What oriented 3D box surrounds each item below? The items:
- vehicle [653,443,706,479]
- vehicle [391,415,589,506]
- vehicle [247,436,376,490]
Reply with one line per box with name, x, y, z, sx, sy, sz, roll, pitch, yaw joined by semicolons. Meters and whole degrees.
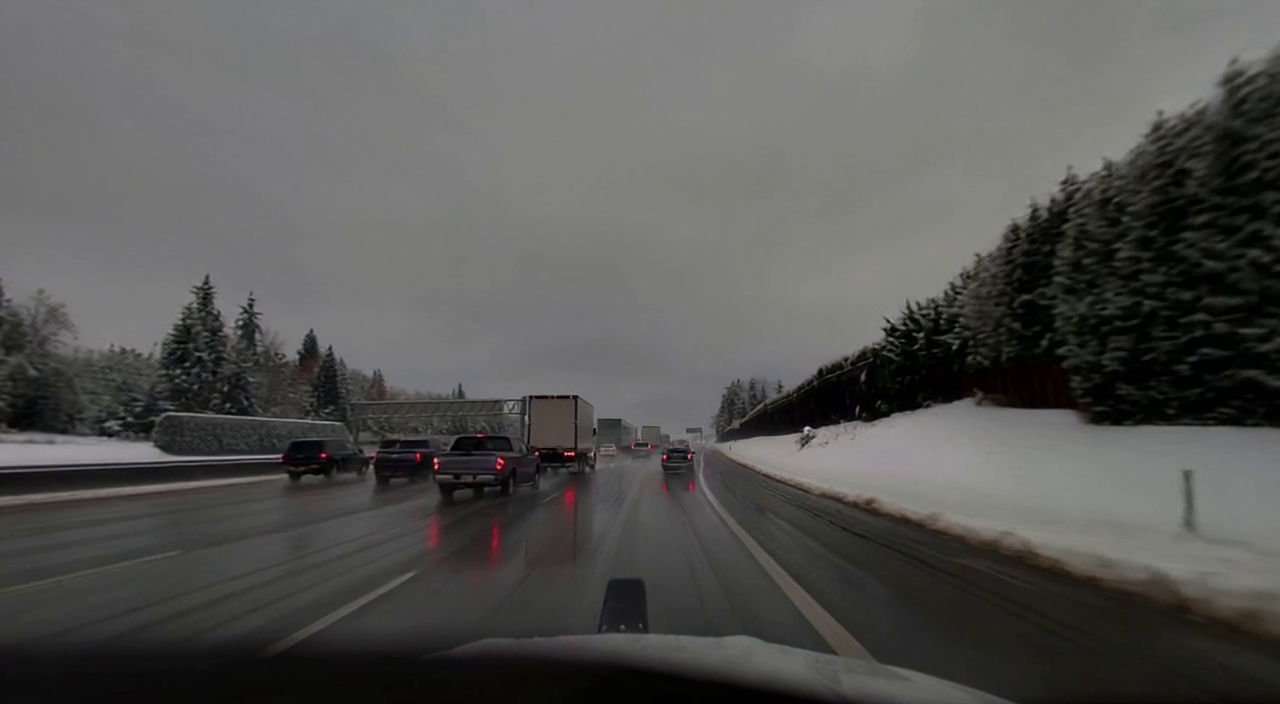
vehicle;1.739;4.768;27.894;2.176;1.493;3.955;-1;-8;3
vehicle;-3.867;3.465;21.318;3.050;1.964;15.030;0;-8;0
vehicle;-11.583;3.913;22.706;2.073;1.722;4.664;0;-8;1
